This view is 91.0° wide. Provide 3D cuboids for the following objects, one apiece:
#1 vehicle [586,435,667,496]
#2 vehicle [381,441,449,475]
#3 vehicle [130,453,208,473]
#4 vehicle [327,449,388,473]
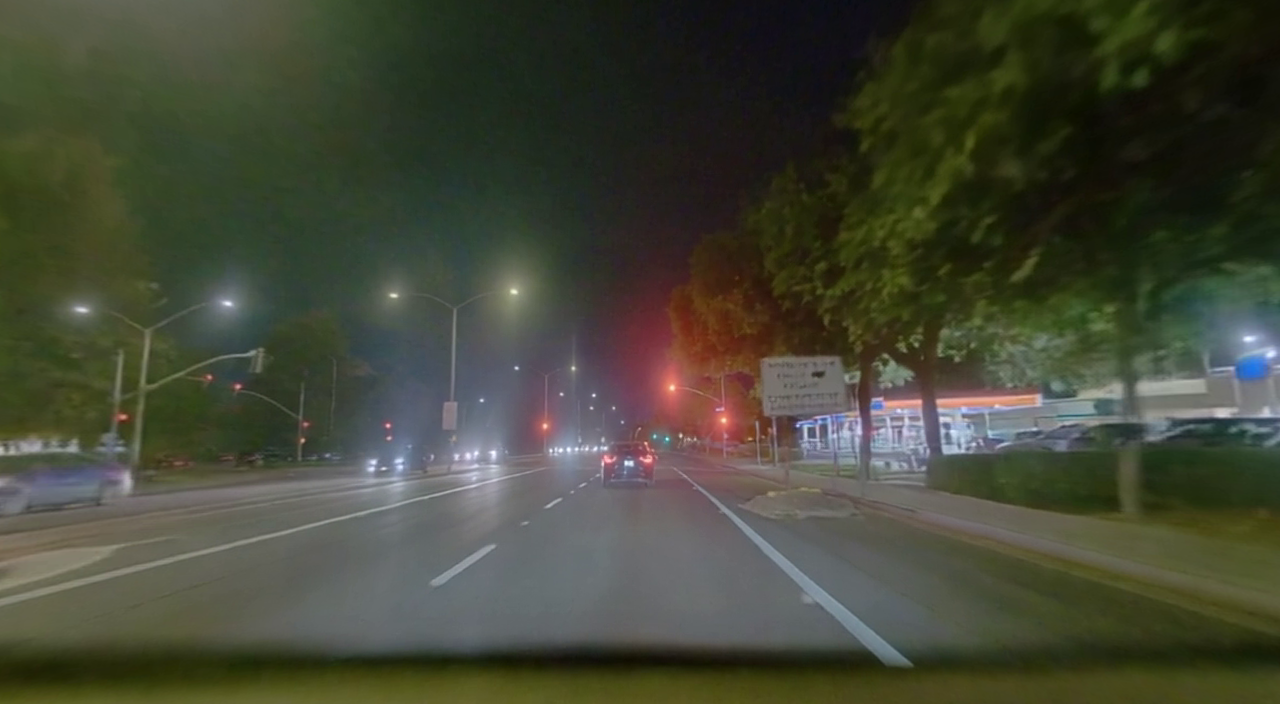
[{"bbox_3d":[-0.364,3.197,18.210,2.062,1.519,4.214,1,-8,0],"label":"vehicle"},{"bbox_3d":[-12.067,5.708,34.074,1.999,1.695,4.334,0,-8,1],"label":"vehicle"},{"bbox_3d":[-36.927,8.715,49.420,4.377,1.521,1.965,2,-8,-8],"label":"vehicle"},{"bbox_3d":[-19.621,7.563,43.982,1.961,1.504,4.682,0,-8,1],"label":"vehicle"}]
